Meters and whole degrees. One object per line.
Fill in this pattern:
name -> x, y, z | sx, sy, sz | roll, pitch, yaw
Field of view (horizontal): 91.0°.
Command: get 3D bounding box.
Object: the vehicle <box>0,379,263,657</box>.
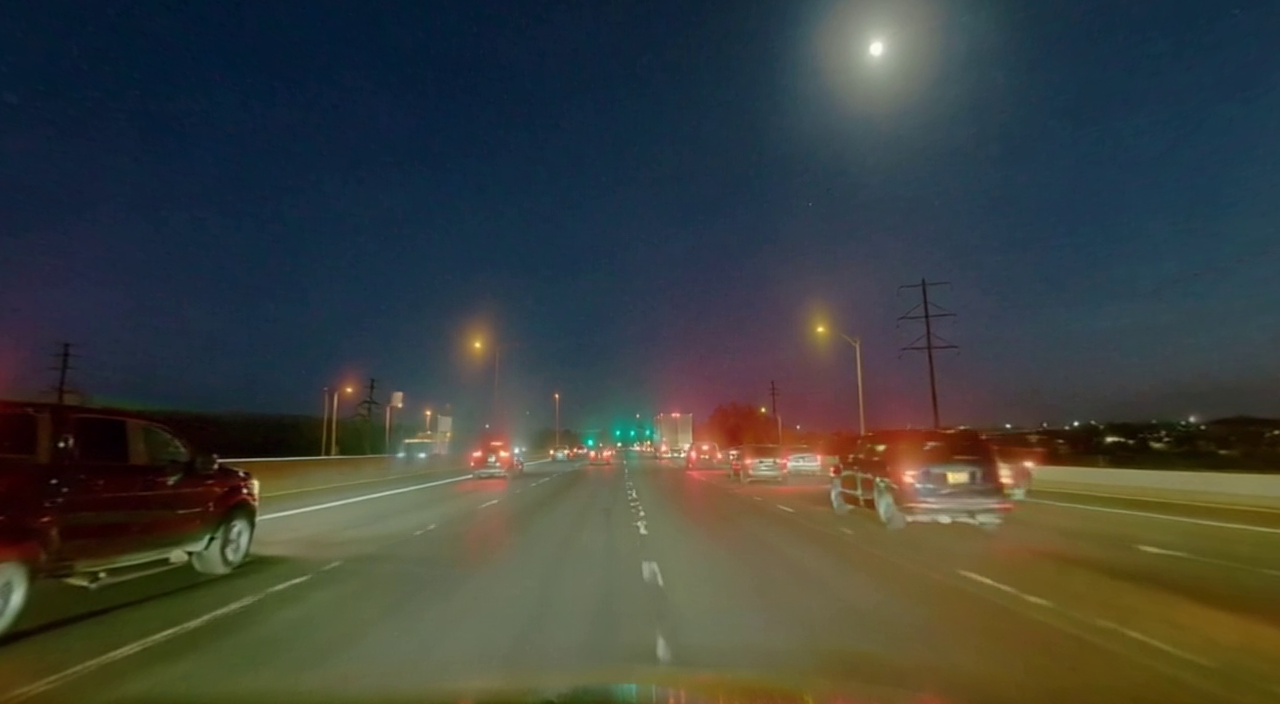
vehicle -> -5.042, 1.105, 4.424 | 2.127, 1.705, 4.374 | 1, -9, -2

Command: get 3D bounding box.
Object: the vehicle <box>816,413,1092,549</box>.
vehicle -> 4.877, 2.084, 10.874 | 2.086, 1.783, 4.868 | 1, -9, -2

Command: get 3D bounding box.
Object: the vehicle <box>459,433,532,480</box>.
vehicle -> -6.163, 4.527, 27.547 | 2.147, 1.825, 4.602 | 0, -9, -1

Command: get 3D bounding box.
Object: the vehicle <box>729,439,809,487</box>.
vehicle -> 4.758, 4.163, 23.945 | 1.978, 1.607, 4.245 | 1, -9, -2

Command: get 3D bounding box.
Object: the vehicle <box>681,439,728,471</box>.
vehicle -> 3.806, 6.189, 38.050 | 2.182, 1.782, 4.800 | 1, -9, -2

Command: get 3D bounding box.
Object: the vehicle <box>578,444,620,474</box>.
vehicle -> -2.129, 5.707, 33.862 | 2.060, 1.508, 4.308 | 1, -9, -1

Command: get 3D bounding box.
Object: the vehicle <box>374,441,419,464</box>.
vehicle -> -15.855, 6.565, 41.161 | 1.607, 1.454, 3.631 | 1, -9, -2
